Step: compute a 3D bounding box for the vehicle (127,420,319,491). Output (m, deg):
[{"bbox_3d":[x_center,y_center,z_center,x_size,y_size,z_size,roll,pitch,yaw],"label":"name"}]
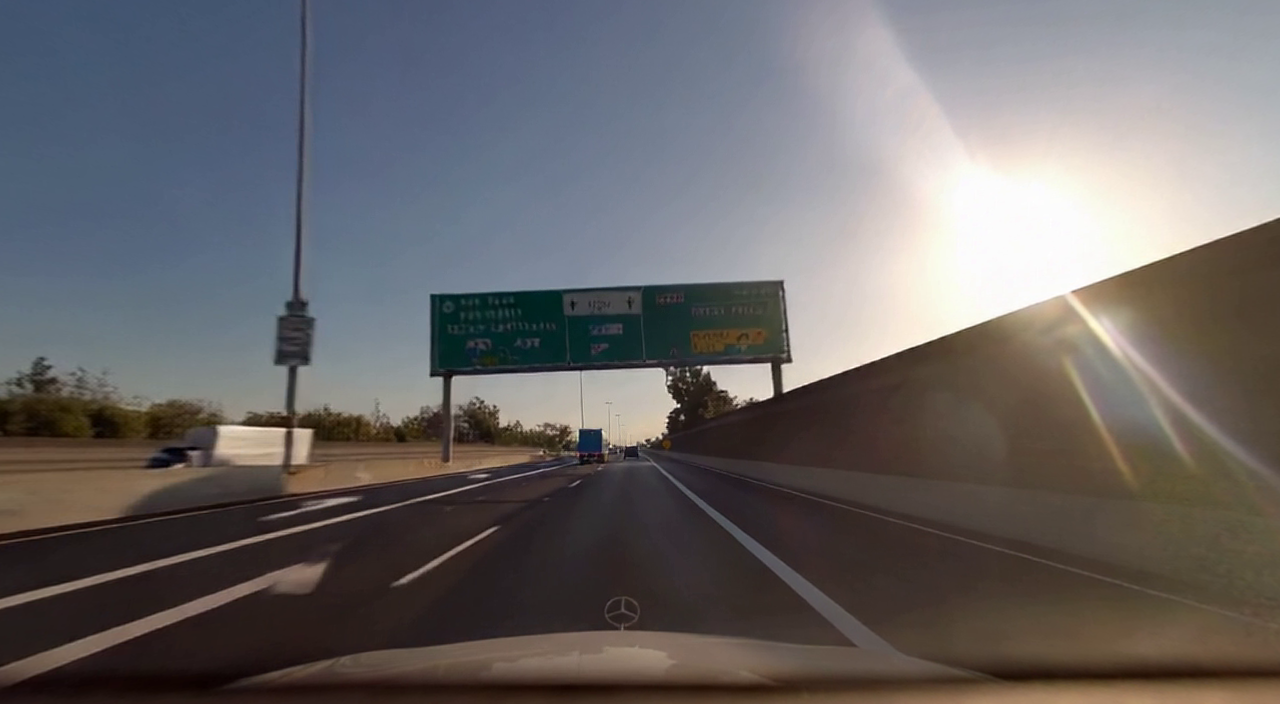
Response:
[{"bbox_3d":[-24.219,6.184,38.167,2.973,3.482,12.931,0,-9,-1],"label":"vehicle"}]
